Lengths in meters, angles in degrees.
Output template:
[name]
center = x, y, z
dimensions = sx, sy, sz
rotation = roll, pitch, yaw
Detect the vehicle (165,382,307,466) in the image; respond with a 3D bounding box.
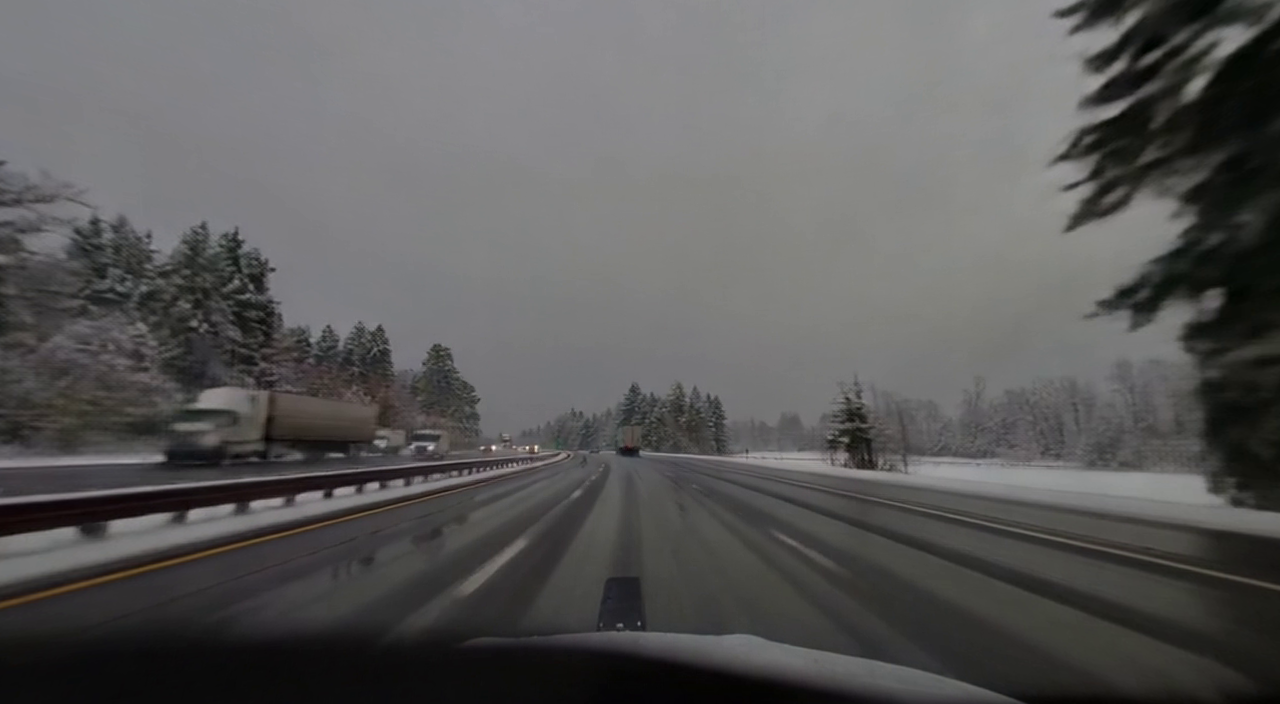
[vehicle]
center = -20.758, 3.874, 32.994
dimensions = 3.001, 3.943, 6.753
rotation = 0, -9, -3
